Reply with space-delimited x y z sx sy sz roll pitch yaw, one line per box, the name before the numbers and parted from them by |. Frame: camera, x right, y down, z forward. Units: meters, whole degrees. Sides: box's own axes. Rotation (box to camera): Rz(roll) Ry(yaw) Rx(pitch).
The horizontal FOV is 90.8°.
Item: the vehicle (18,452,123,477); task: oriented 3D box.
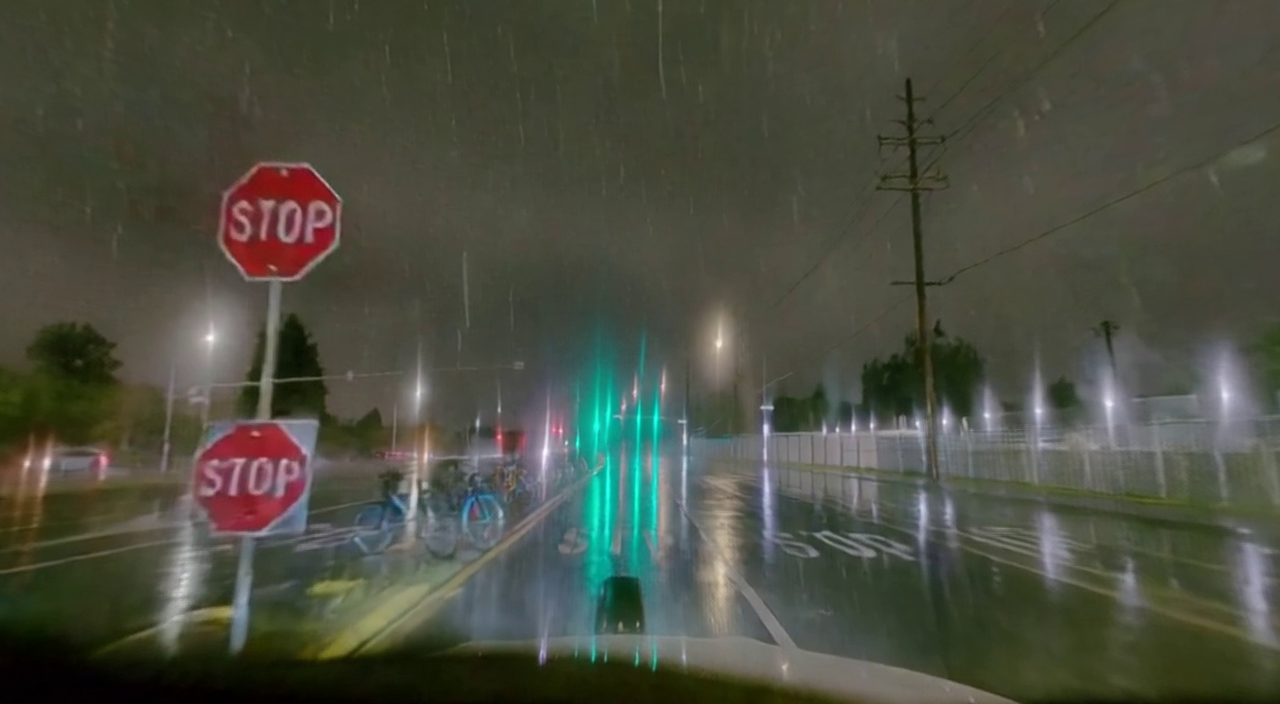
vehicle | -33.786 6.668 37.560 4.327 1.402 1.757 0 -9 -4
